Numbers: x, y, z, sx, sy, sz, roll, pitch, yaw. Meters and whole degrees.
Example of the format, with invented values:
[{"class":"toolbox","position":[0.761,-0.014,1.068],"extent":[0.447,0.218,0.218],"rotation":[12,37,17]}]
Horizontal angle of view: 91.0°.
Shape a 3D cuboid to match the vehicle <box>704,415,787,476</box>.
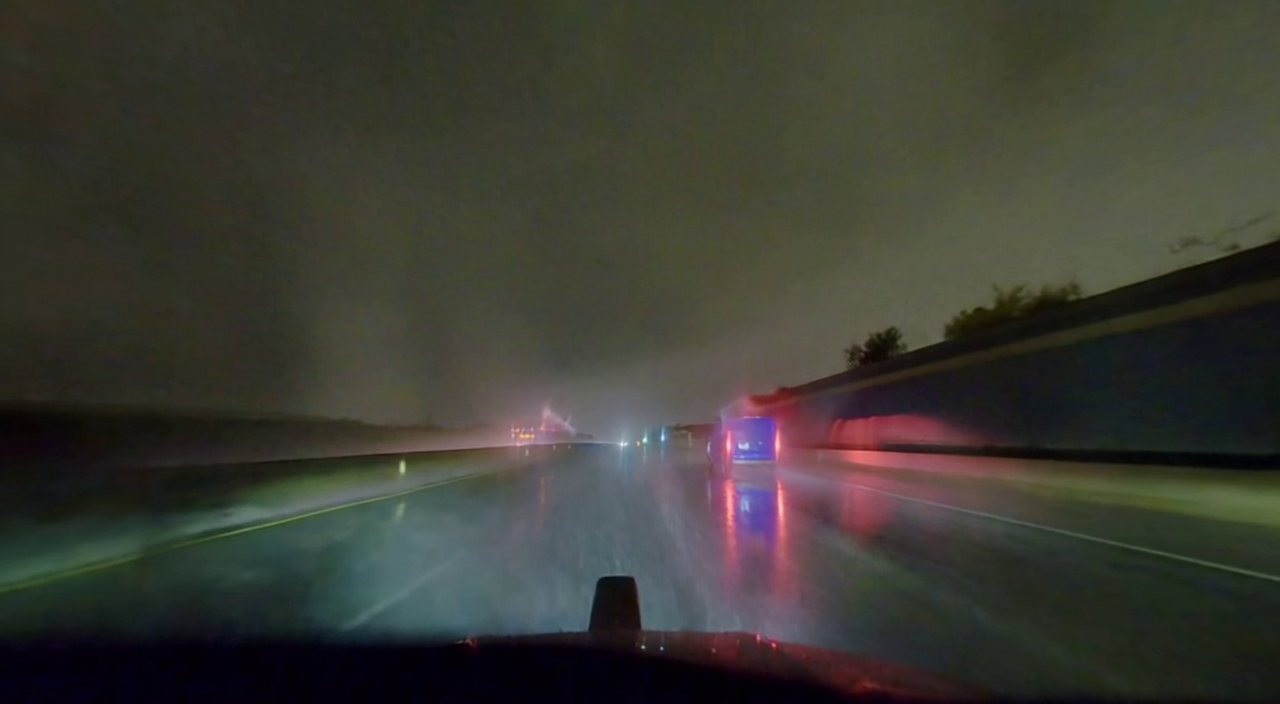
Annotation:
[{"class":"vehicle","position":[3.772,3.478,23.524],"extent":[2.161,2.002,4.631],"rotation":[0,-8,-2]}]
